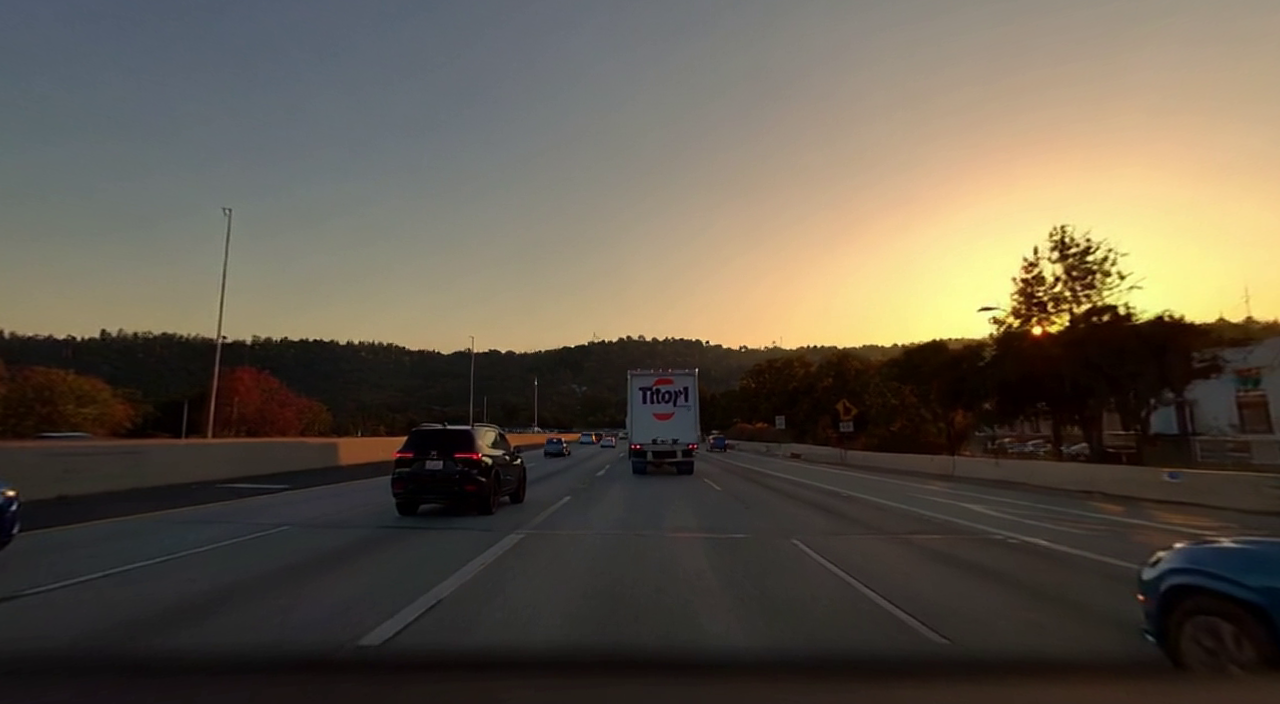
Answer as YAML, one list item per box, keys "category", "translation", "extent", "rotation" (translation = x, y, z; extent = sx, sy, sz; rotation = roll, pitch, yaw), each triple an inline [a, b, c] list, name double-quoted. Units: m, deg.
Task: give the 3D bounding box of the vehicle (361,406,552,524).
- category: "vehicle"
  translation: [-3.217, 2.132, 12.318]
  extent: [2.178, 1.826, 4.933]
  rotation: [0, -8, 1]

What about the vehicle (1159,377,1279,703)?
- category: "vehicle"
  translation: [3.327, 0.554, 0.186]
  extent: [2.280, 1.511, 4.758]
  rotation: [0, -9, 0]

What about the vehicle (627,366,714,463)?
- category: "vehicle"
  translation: [2.103, 3.394, 34.307]
  extent: [3.657, 4.173, 13.731]
  rotation: [-1, -6, 7]
